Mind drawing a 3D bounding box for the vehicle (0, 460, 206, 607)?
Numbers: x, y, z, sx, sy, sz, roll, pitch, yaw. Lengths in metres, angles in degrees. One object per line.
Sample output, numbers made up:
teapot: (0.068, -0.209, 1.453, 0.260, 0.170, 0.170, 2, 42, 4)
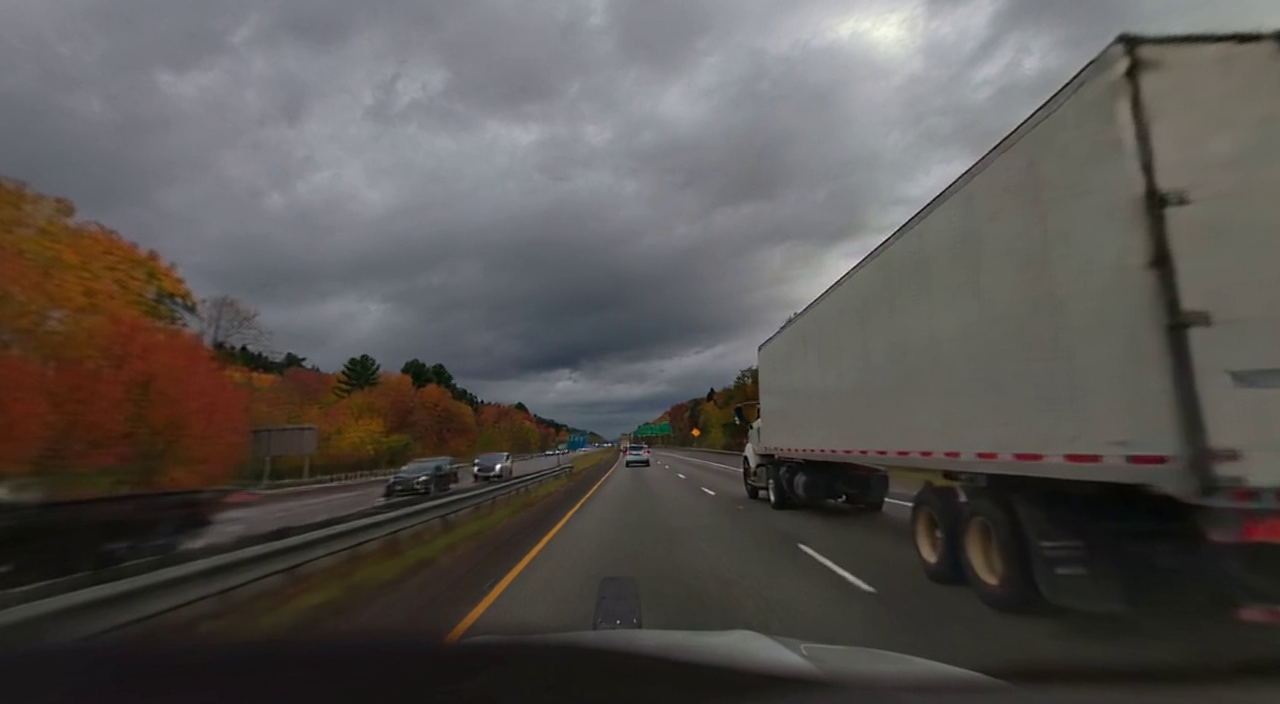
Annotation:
vehicle: (-8.487, 2.344, 8.534, 2.041, 1.631, 4.366, -1, -9, -1)

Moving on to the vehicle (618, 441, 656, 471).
vehicle: (-0.202, 6.407, 38.773, 2.168, 1.705, 4.272, 0, -9, -1)

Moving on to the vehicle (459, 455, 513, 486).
vehicle: (-8.603, 6.639, 35.452, 1.914, 1.540, 4.471, -1, -9, 0)

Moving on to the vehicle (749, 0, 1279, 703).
vehicle: (4.595, 0.807, 10.295, 2.910, 4.090, 14.063, 0, -9, -1)

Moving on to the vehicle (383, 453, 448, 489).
vehicle: (-12.657, 6.701, 35.656, 2.073, 1.848, 4.345, -1, -9, 0)
